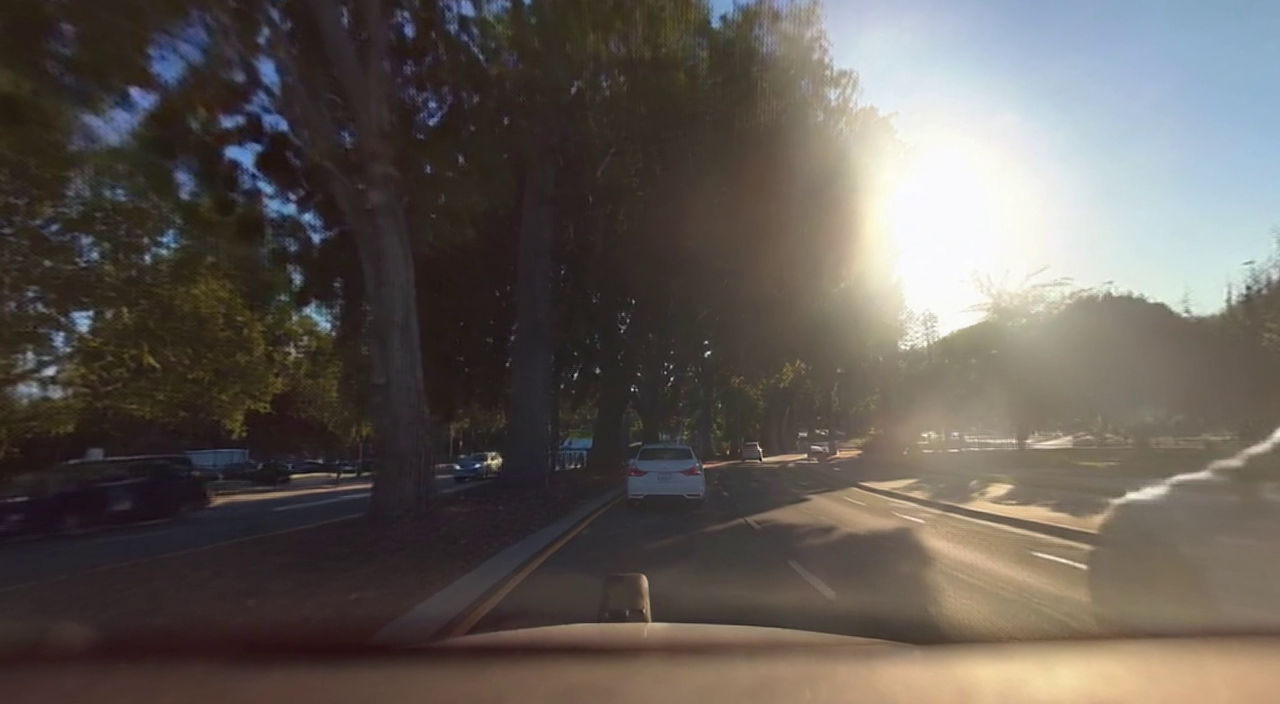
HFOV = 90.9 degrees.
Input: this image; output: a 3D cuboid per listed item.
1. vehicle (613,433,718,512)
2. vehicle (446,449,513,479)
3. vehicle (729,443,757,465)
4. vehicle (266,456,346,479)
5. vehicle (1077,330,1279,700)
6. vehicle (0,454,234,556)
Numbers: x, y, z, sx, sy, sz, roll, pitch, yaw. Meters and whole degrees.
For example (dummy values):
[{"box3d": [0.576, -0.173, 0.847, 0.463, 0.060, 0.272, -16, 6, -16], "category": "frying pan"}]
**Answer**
[{"box3d": [0.676, 2.780, 15.059, 2.154, 1.585, 3.997, -1, -8, 5], "category": "vehicle"}, {"box3d": [-8.913, 6.257, 35.464, 2.027, 1.511, 4.711, -2, -8, 8], "category": "vehicle"}, {"box3d": [7.711, 7.646, 47.440, 1.984, 1.507, 4.359, -2, -8, 8], "category": "vehicle"}, {"box3d": [-25.026, 8.676, 47.342, 4.951, 1.618, 1.952, -1, -8, 6], "category": "vehicle"}, {"box3d": [4.141, 0.619, 1.831, 1.953, 1.818, 5.299, 0, -8, 0], "category": "vehicle"}, {"box3d": [-10.352, 2.765, 12.155, 1.909, 1.468, 4.597, -1, -8, 1], "category": "vehicle"}]
